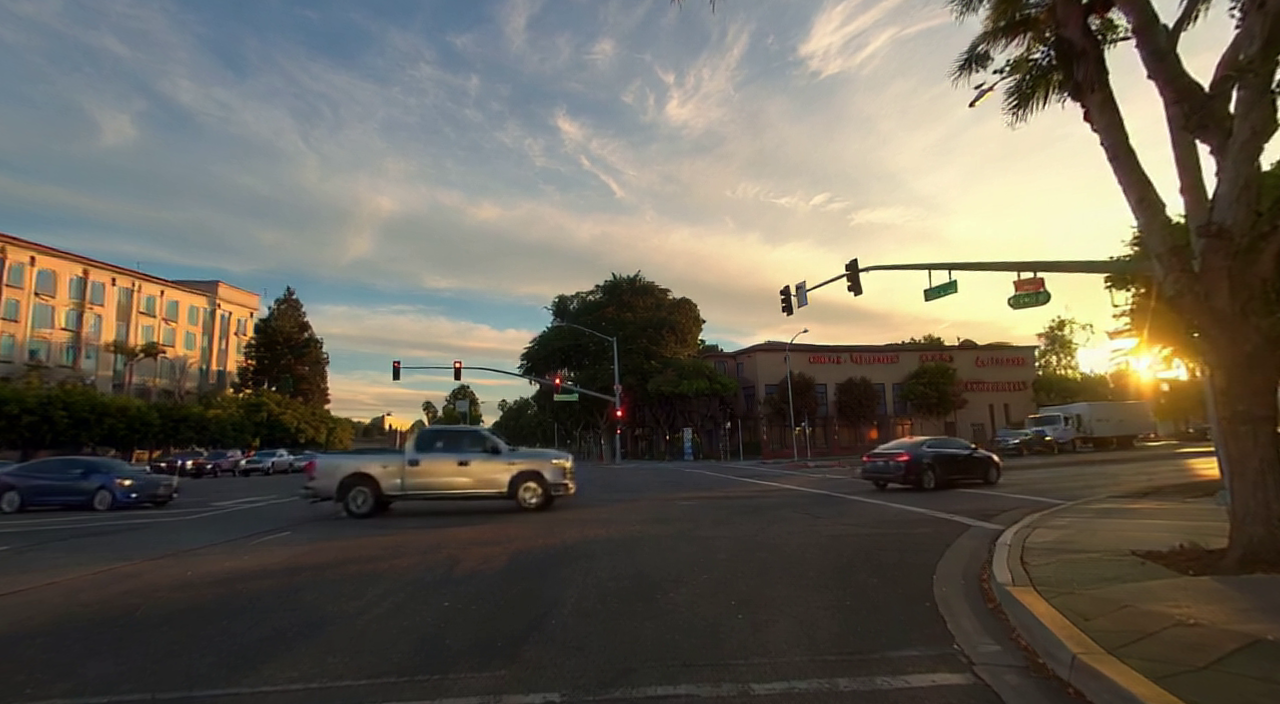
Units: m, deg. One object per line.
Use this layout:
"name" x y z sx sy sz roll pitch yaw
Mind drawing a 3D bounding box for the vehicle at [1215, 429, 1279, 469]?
"vehicle" 27.303 4.229 27.696 4.281 1.621 1.903 5 -10 -33

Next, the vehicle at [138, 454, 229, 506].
"vehicle" -15.256 4.164 21.000 1.999 1.468 4.702 7 -11 -39

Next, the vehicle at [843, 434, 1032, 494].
"vehicle" 8.283 3.073 17.641 4.728 1.471 1.957 3 -9 -21

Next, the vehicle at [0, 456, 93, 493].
"vehicle" -31.180 6.262 32.642 2.142 1.723 4.692 1 -9 -9

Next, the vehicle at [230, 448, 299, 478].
"vehicle" -26.317 7.762 44.483 2.213 1.956 5.254 1 -9 -8

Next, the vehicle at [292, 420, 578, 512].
"vehicle" -4.597 2.639 14.873 5.896 1.937 2.358 -1 -9 6

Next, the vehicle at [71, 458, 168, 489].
"vehicle" -28.373 6.617 34.635 1.965 1.448 4.553 1 -9 -9
